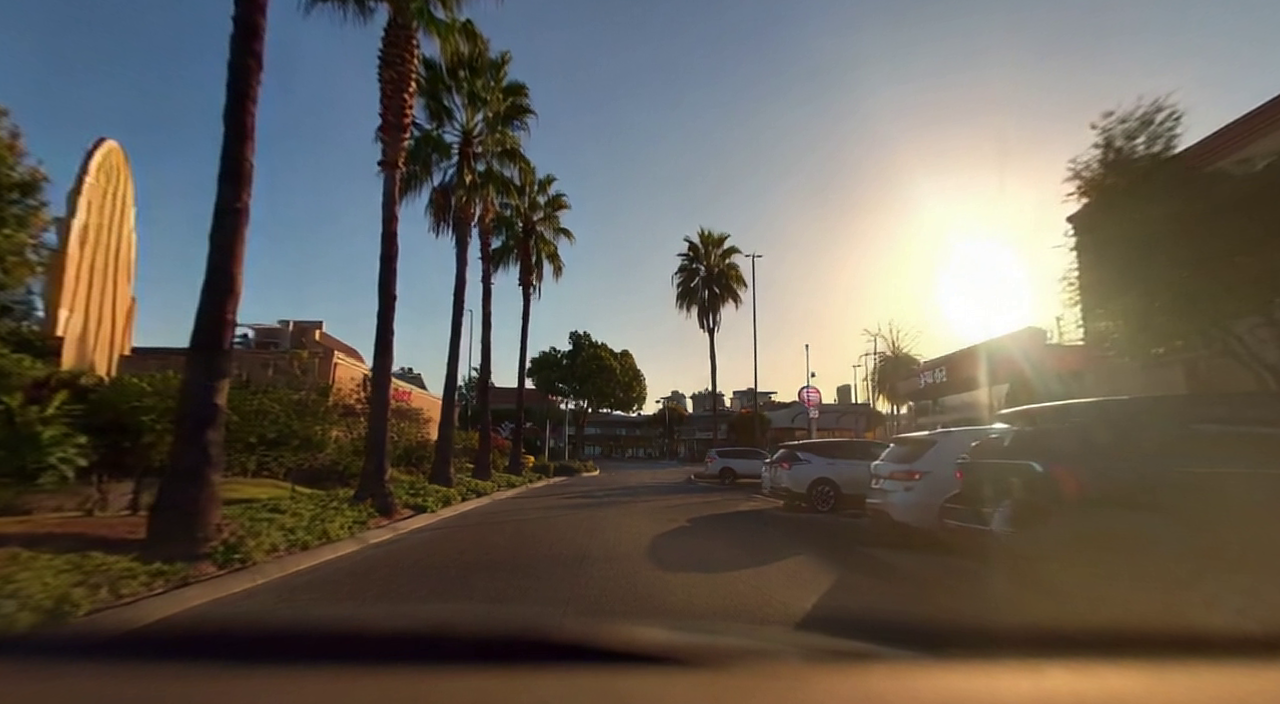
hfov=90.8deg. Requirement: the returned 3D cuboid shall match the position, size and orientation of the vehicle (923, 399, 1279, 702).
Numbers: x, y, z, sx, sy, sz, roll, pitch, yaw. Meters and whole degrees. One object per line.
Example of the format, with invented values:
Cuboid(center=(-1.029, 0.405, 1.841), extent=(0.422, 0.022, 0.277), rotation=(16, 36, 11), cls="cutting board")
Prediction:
Cuboid(center=(5.044, 1.302, 4.805), extent=(4.787, 1.747, 1.956), rotation=(0, -9, -1), cls="vehicle")
